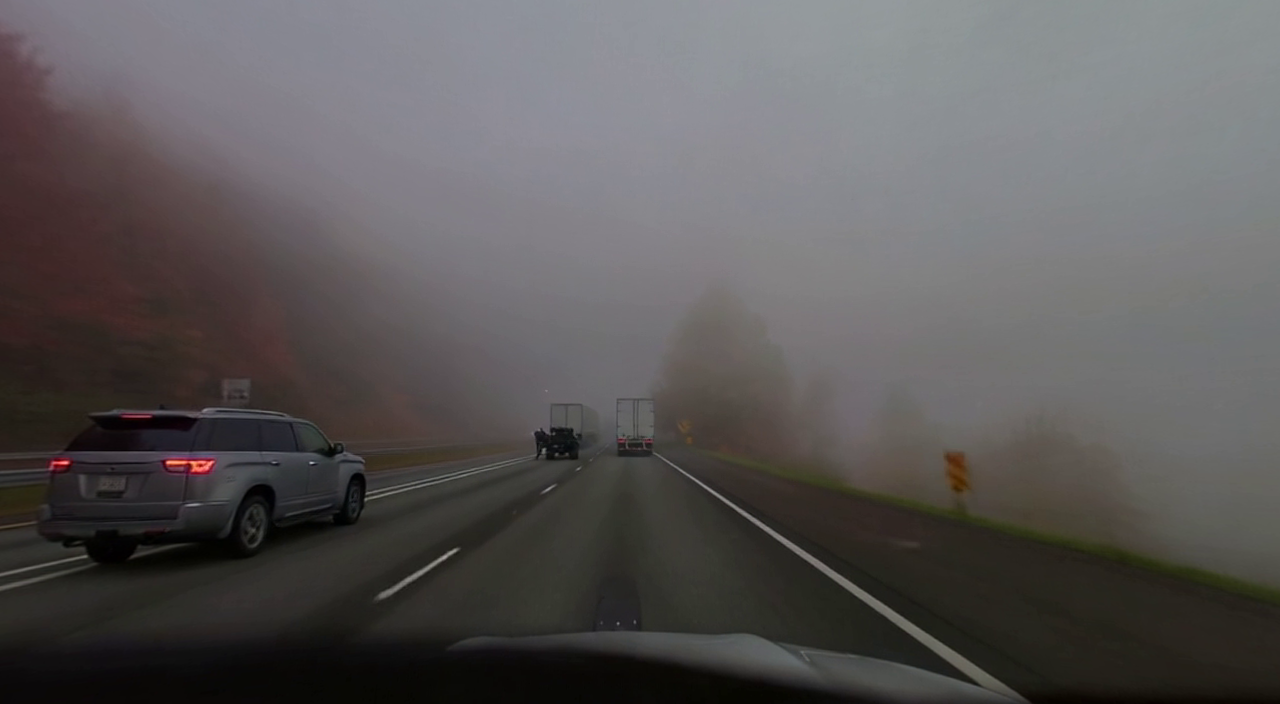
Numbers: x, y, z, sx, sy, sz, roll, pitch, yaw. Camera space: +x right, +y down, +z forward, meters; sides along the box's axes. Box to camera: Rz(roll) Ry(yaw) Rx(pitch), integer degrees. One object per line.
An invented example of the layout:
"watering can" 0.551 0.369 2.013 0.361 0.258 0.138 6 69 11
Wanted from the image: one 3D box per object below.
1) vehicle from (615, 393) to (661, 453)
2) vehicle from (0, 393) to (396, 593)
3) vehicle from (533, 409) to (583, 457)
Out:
"vehicle" -0.246 5.314 46.391 3.078 3.955 8.774 0 -8 -2
"vehicle" -4.892 1.484 7.590 2.089 1.669 4.515 0 -8 0
"vehicle" -4.953 5.040 38.940 2.383 2.726 5.677 0 -8 0
